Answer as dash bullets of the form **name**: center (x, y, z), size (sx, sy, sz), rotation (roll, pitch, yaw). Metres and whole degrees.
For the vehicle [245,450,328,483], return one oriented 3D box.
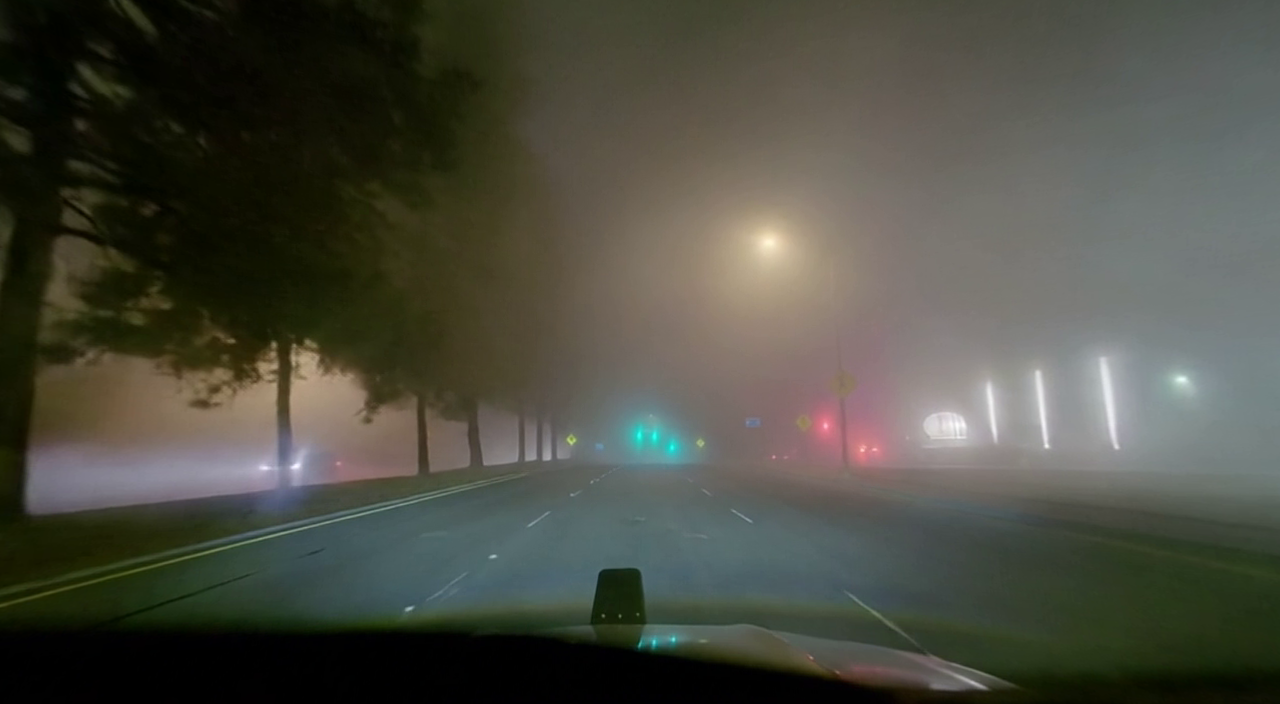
- **vehicle**: center (-19.121, 6.175, 34.400), size (1.875, 1.588, 4.490), rotation (0, -8, 1)
